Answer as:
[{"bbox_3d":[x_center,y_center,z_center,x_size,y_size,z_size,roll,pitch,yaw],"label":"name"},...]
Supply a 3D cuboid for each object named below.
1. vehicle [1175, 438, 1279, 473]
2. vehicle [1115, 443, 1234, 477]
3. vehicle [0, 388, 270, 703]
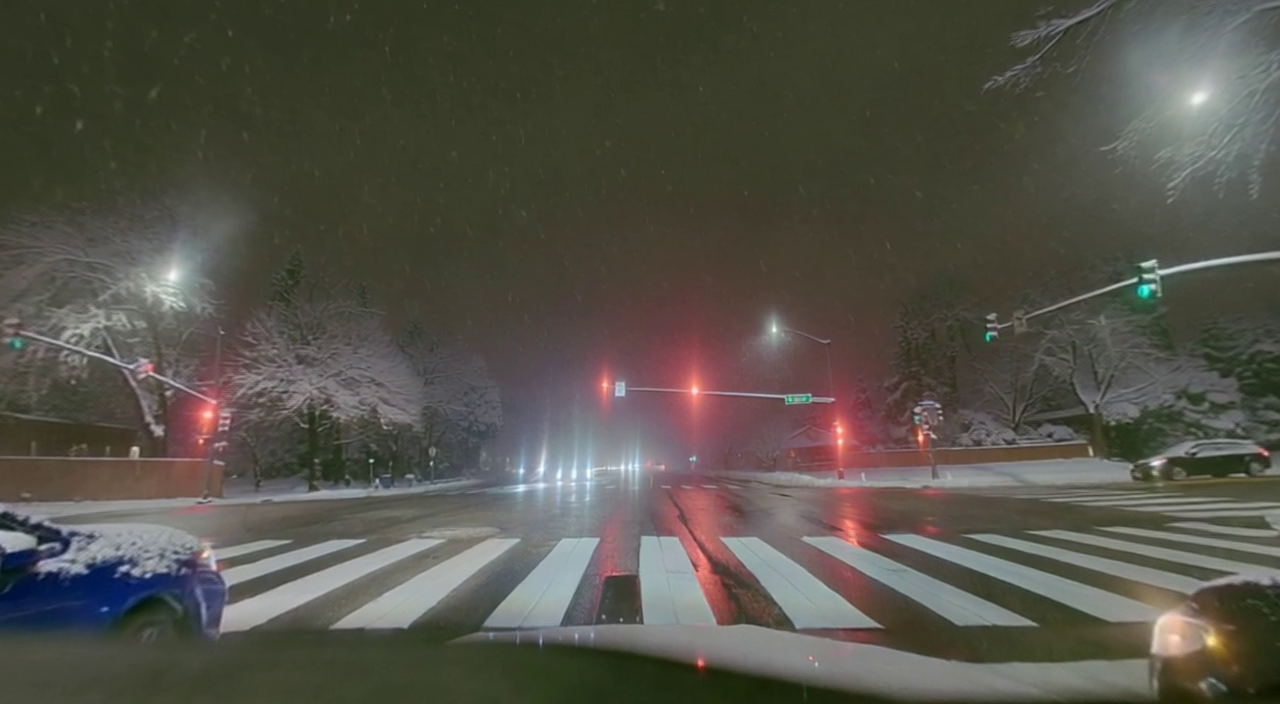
[{"bbox_3d":[25.665,4.379,26.800,4.347,1.411,1.784,0,-9,-2],"label":"vehicle"},{"bbox_3d":[25.097,5.059,29.757,4.123,1.469,1.790,0,-8,-5],"label":"vehicle"},{"bbox_3d":[-2.991,0.801,1.451,1.969,1.513,3.773,0,-9,0],"label":"vehicle"}]
